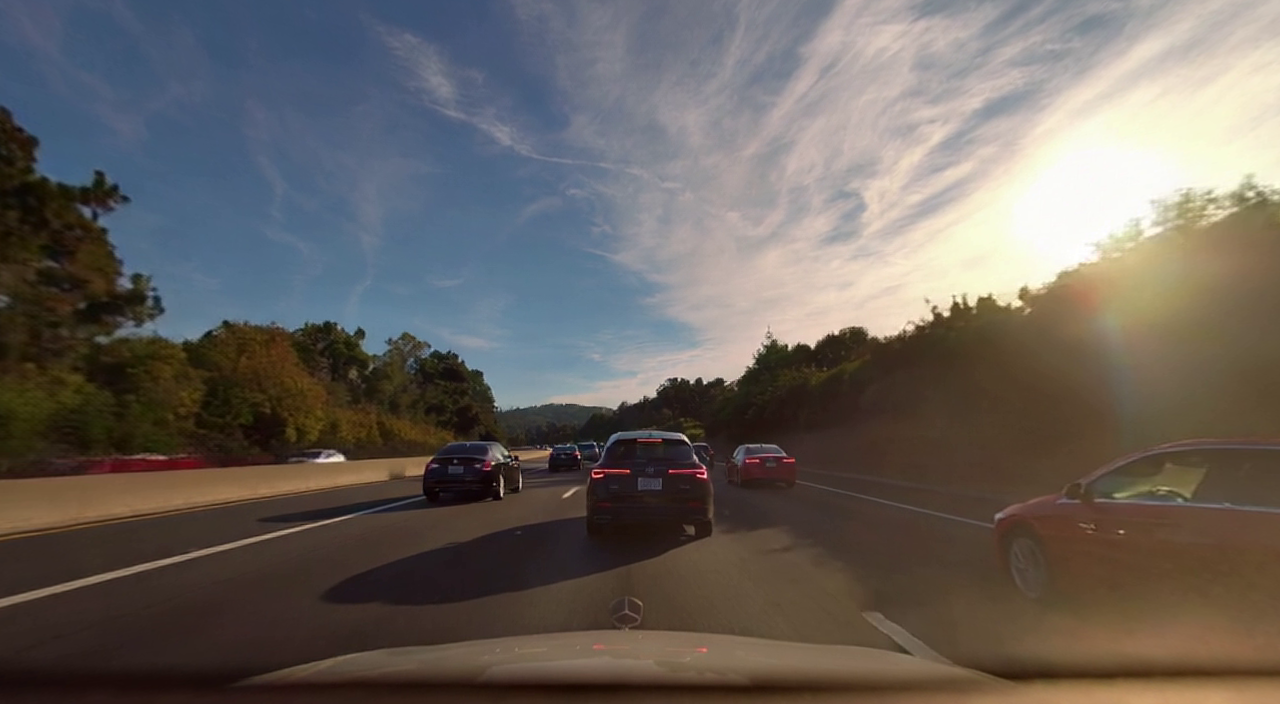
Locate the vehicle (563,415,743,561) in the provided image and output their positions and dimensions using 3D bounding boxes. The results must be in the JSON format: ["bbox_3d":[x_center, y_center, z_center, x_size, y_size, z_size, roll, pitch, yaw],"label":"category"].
[{"bbox_3d":[0.137,1.897,9.357,2.093,1.695,3.782,0,-9,0],"label":"vehicle"}]

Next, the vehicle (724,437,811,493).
[{"bbox_3d":[3.952,3.571,20.219,1.905,1.590,3.746,0,-9,-2],"label":"vehicle"}]

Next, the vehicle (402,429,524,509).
[{"bbox_3d":[-4.213,2.856,15.699,1.890,1.708,3.844,0,-9,0],"label":"vehicle"}]

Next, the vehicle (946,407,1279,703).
[{"bbox_3d":[3.680,1.039,3.198,1.953,1.434,4.511,0,-9,0],"label":"vehicle"}]

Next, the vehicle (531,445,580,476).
[{"bbox_3d":[-4.196,5.457,31.847,1.910,1.468,3.781,0,-9,1],"label":"vehicle"}]
